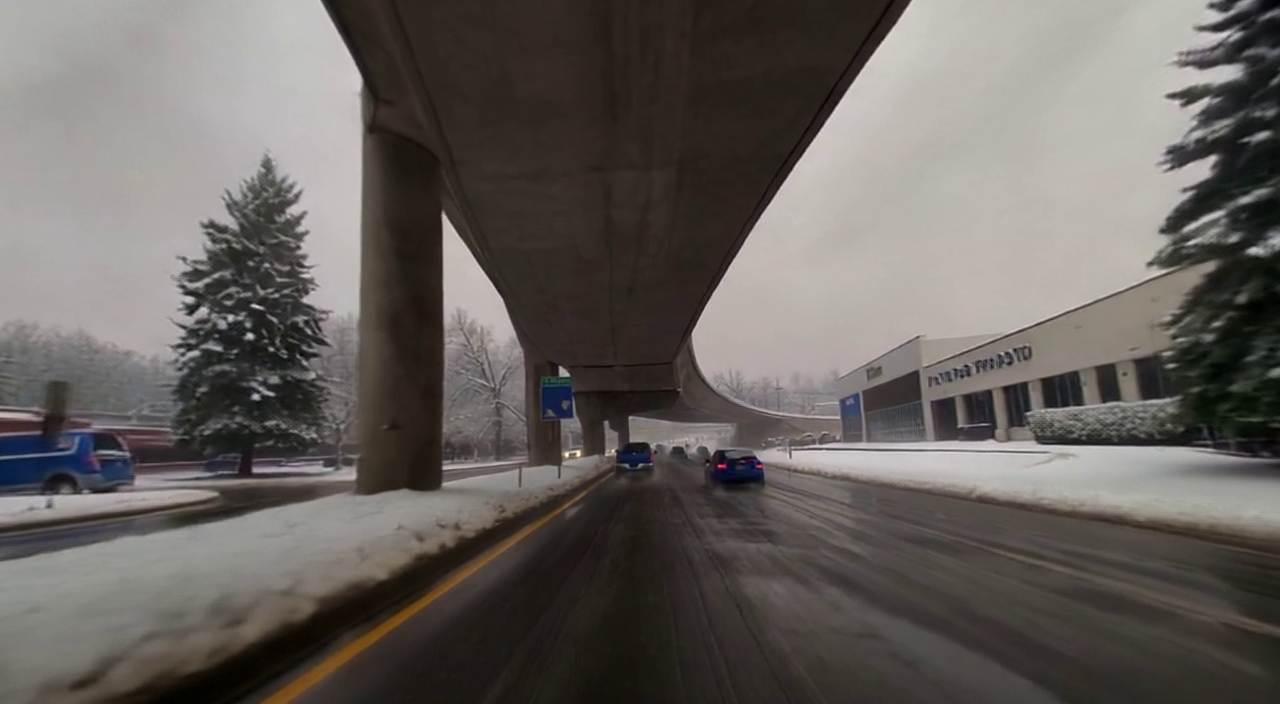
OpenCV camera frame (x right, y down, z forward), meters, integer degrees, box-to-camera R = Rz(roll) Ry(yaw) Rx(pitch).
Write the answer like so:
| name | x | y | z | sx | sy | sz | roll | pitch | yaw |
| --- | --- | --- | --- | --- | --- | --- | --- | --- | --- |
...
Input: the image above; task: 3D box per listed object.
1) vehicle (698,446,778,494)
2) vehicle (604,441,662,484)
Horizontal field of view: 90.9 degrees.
| name | x | y | z | sx | sy | sz | roll | pitch | yaw |
| --- | --- | --- | --- | --- | --- | --- | --- | --- | --- |
| vehicle | 3.277 | 4.034 | 21.985 | 1.954 | 1.479 | 4.557 | 0 | -9 | -1 |
| vehicle | -0.301 | 5.043 | 29.067 | 2.441 | 1.813 | 4.581 | 0 | -9 | 0 |
